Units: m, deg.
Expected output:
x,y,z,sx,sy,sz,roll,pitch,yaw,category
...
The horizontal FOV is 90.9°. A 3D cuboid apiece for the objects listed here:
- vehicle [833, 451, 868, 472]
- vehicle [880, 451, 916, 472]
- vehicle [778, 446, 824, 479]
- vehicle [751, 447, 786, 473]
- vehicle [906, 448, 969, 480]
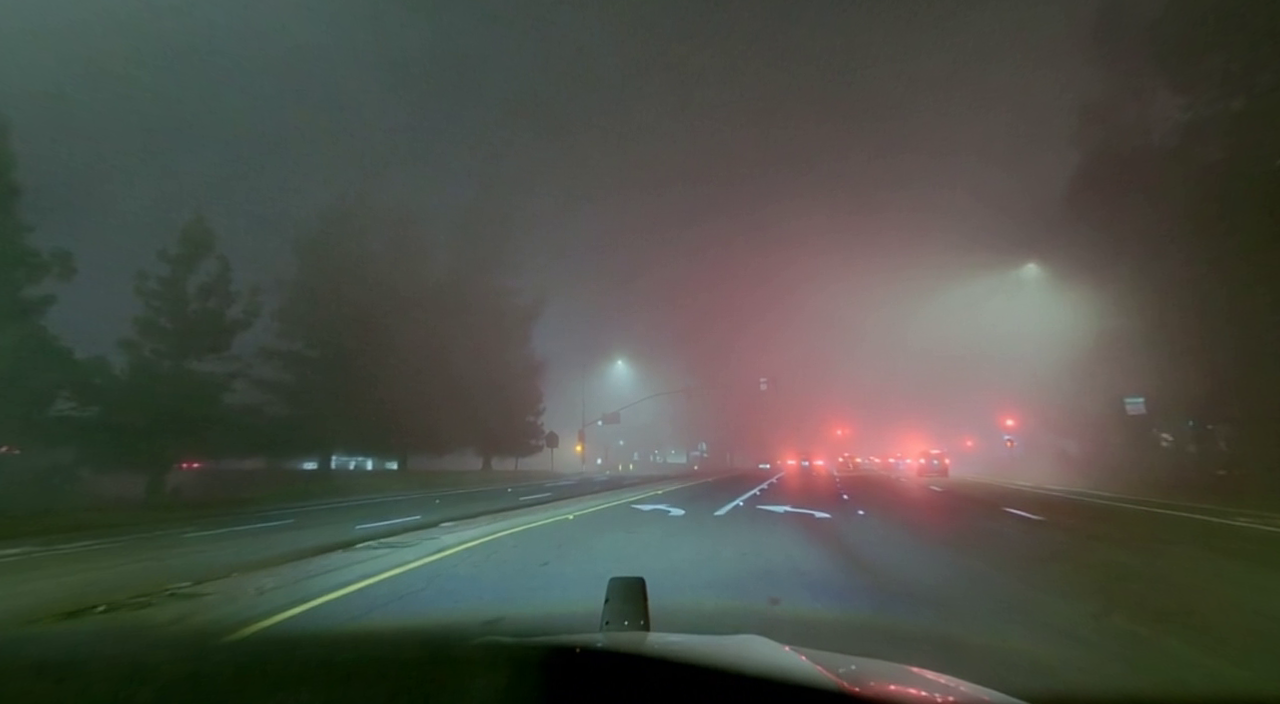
x,y,z,sx,sy,sz,roll,pitch,yaw,category
15.626,8.148,47.069,2.063,1.476,4.361,-3,-9,14,vehicle
19.416,8.242,47.578,1.901,1.484,4.093,-3,-9,14,vehicle
8.268,5.641,32.340,2.078,1.578,4.107,-3,-9,15,vehicle
9.785,8.125,47.613,2.245,1.800,4.522,-3,-9,15,vehicle
14.441,5.440,30.824,1.884,1.422,4.262,-3,-9,13,vehicle
